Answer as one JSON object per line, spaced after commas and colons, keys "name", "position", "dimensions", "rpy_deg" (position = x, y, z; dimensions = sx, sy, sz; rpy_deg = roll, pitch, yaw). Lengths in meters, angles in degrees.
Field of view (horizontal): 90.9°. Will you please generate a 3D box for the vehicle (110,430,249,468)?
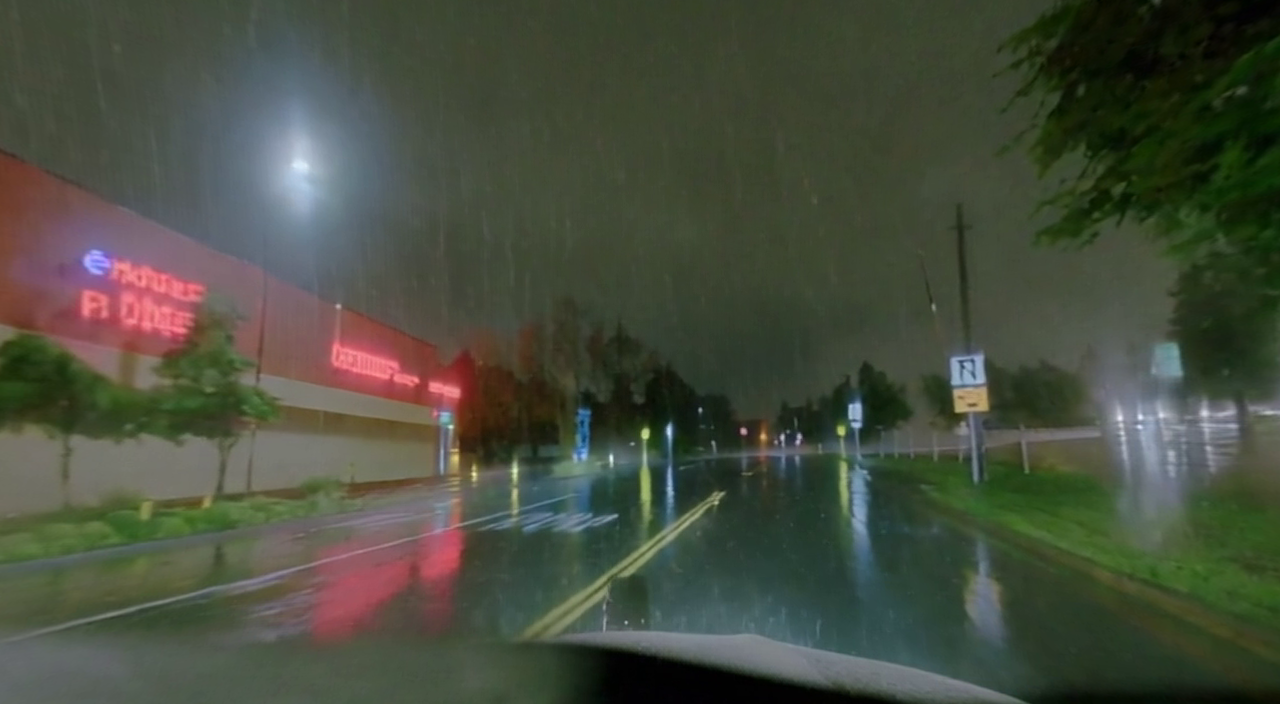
{"name": "vehicle", "position": [-21.322, 4.492, 29.253], "dimensions": [5.035, 1.666, 2.449], "rpy_deg": [-2, -8, 15]}
